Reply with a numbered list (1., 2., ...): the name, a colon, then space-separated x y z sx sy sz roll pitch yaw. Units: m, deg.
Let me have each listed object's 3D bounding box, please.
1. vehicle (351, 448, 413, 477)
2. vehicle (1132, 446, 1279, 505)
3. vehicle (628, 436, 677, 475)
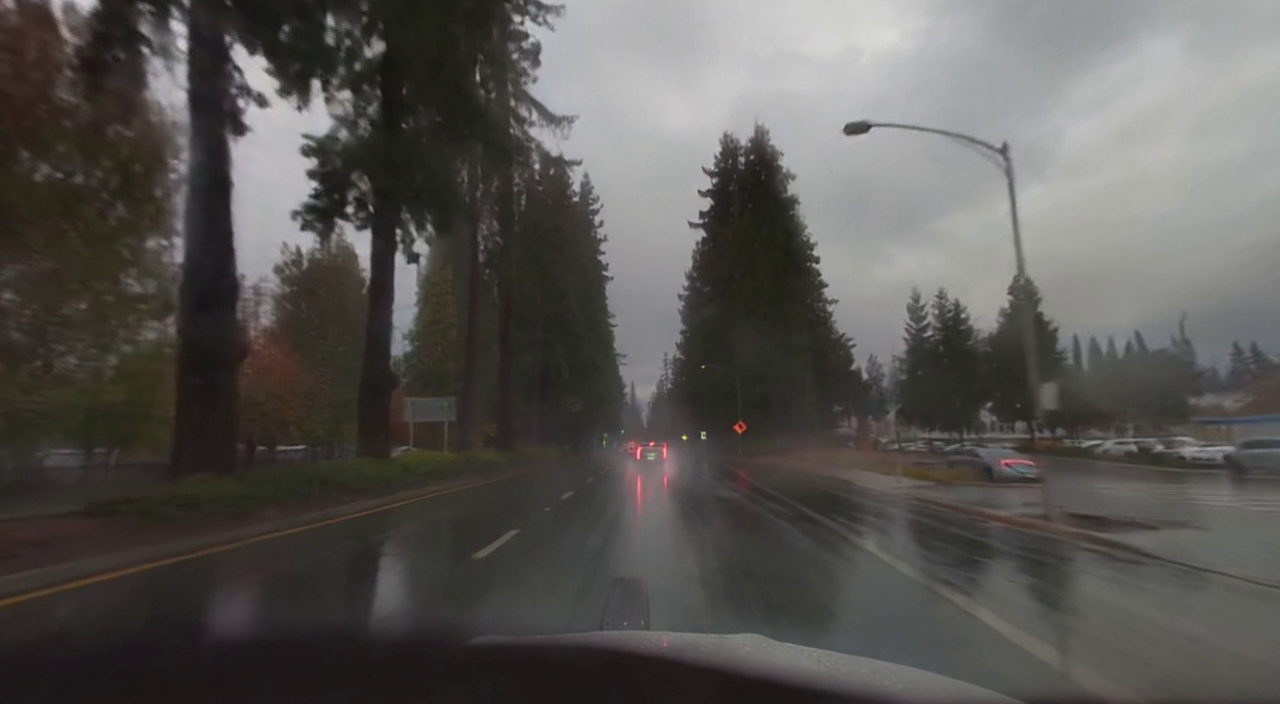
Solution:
1. vehicle: -16.544 7.078 40.666 2.034 1.725 4.470 0 -9 0
2. vehicle: 15.827 3.202 16.609 4.205 1.441 1.781 0 -9 -1
3. vehicle: 0.529 4.856 29.756 2.135 1.691 3.884 0 -9 -1
